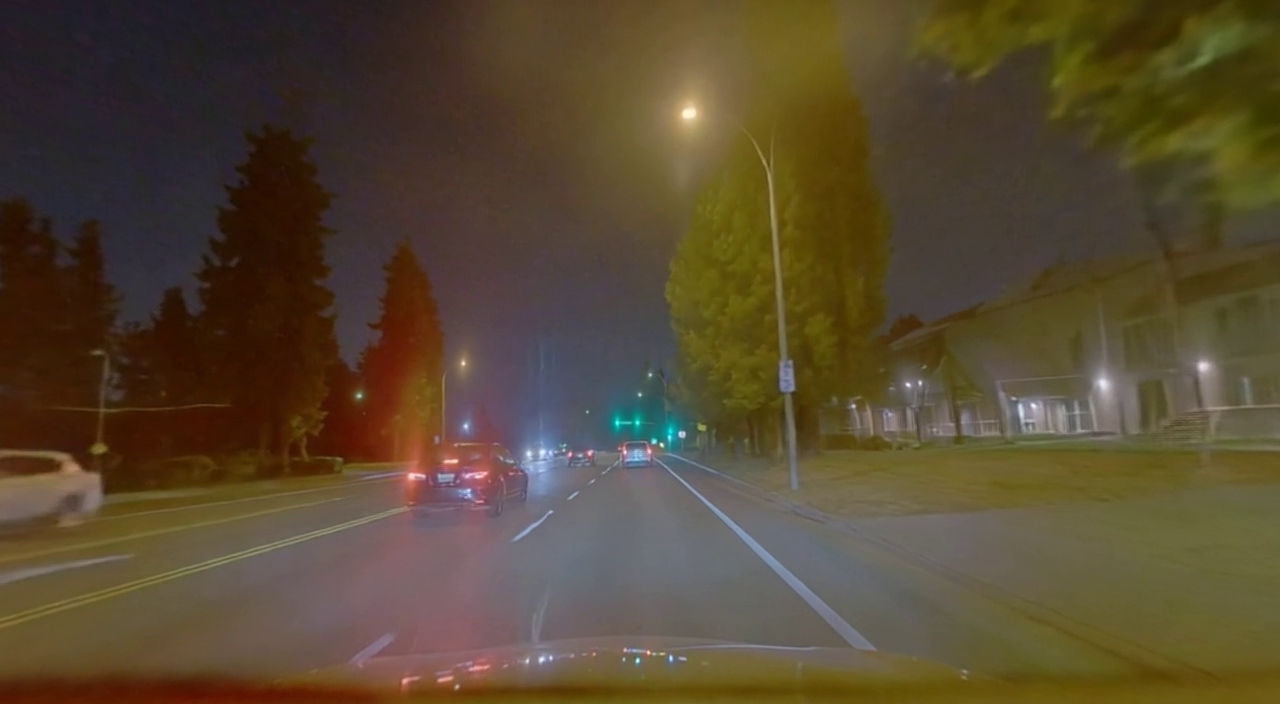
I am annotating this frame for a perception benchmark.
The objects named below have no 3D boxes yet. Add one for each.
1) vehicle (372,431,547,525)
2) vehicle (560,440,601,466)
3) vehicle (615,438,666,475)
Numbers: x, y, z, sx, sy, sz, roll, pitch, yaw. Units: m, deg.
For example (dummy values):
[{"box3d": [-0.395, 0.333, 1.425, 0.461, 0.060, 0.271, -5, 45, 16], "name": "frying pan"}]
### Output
[{"box3d": [-3.160, 2.303, 12.120, 2.030, 1.467, 4.403, 0, -8, 0], "name": "vehicle"}, {"box3d": [-3.609, 6.196, 38.709, 2.114, 1.500, 3.912, 0, -8, 1], "name": "vehicle"}, {"box3d": [-0.008, 4.529, 27.506, 2.065, 1.456, 4.099, 0, -8, -1], "name": "vehicle"}]
